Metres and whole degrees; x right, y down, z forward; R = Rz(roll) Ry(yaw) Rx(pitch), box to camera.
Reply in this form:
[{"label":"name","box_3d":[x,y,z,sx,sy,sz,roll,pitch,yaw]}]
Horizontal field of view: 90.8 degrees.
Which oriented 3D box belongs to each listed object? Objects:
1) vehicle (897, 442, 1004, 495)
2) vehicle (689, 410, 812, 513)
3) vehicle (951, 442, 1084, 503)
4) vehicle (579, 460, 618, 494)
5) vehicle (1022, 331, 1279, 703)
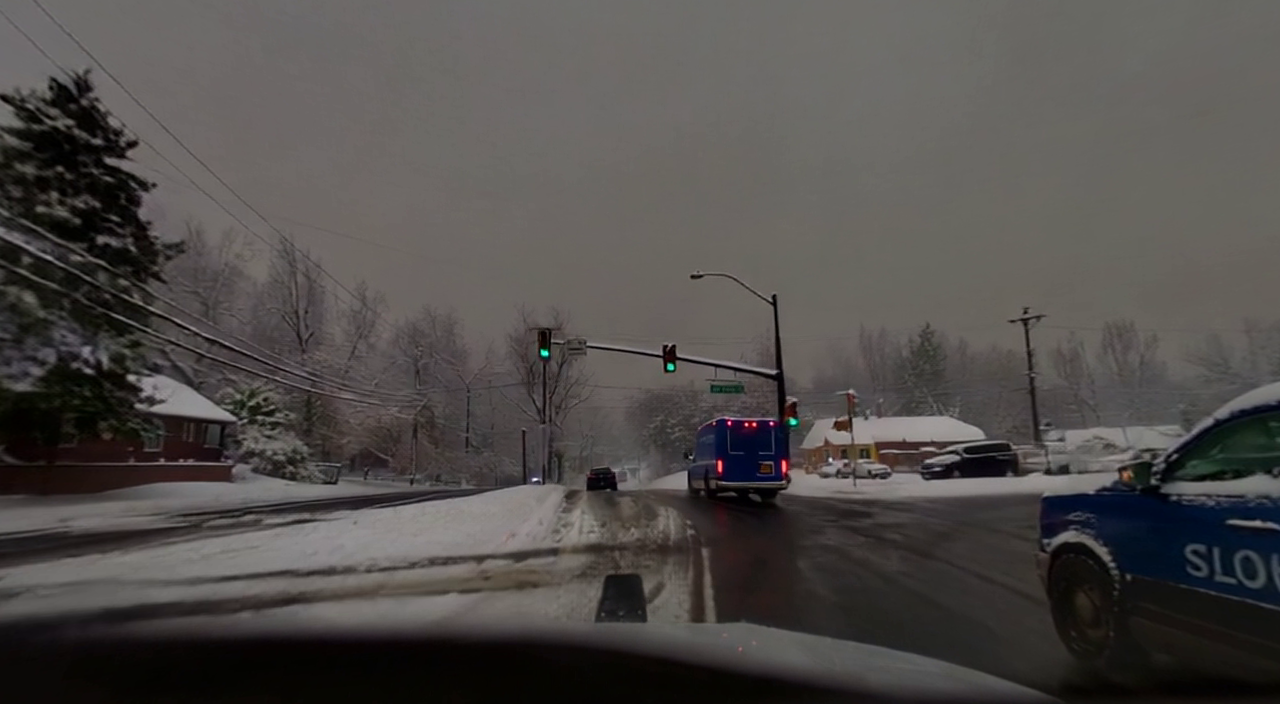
[{"label":"vehicle","box_3d":[12.456,4.530,25.170,4.994,1.869,2.106,8,-12,-43]},{"label":"vehicle","box_3d":[3.121,3.273,19.428,2.406,2.687,5.521,0,-8,-4]},{"label":"vehicle","box_3d":[12.011,3.699,19.960,4.897,1.675,2.032,7,-11,-40]},{"label":"vehicle","box_3d":[-2.453,7.163,36.512,2.114,1.707,3.725,1,-8,-5]},{"label":"vehicle","box_3d":[4.180,0.808,2.639,2.194,1.922,4.822,0,-8,1]}]
